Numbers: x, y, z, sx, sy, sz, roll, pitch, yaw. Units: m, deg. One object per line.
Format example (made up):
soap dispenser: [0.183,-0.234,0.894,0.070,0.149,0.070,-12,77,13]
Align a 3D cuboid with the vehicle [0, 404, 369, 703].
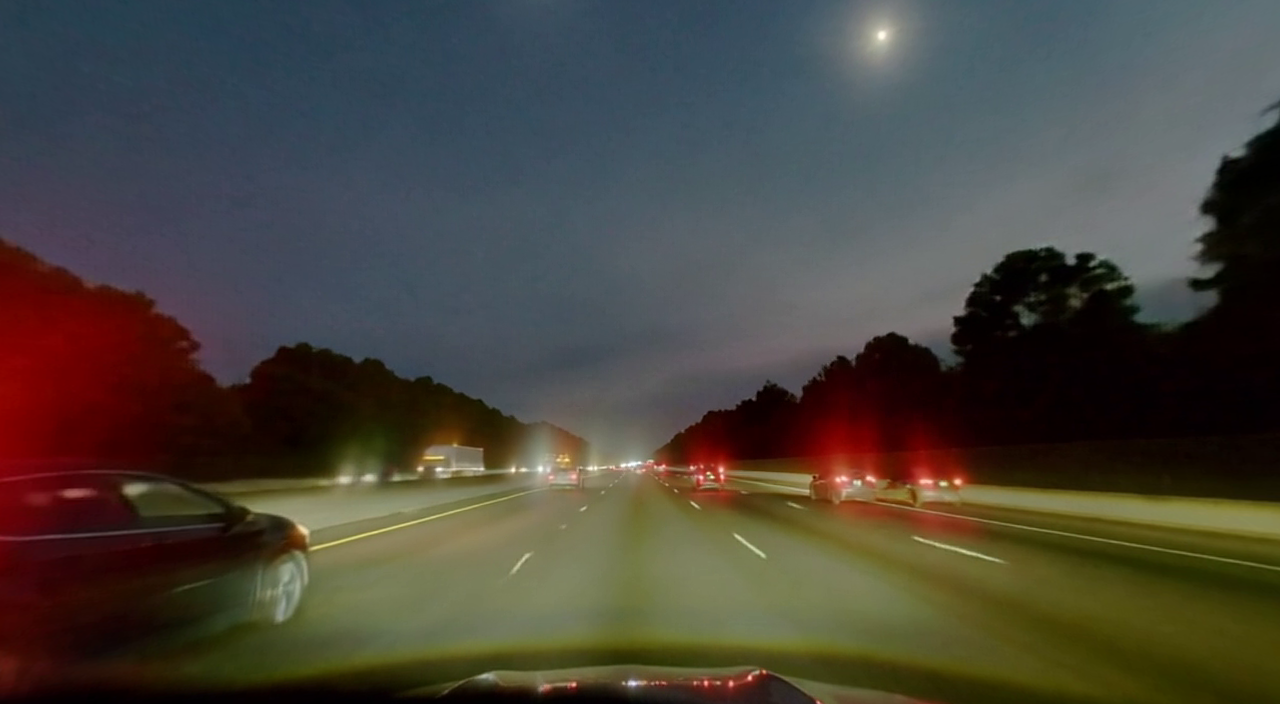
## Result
vehicle: [-3.552,1.118,3.425,2.004,1.468,4.812,0,-11,0]

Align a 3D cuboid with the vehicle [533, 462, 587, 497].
vehicle: [-3.624,5.894,29.330,2.000,1.484,3.995,1,-11,-1]

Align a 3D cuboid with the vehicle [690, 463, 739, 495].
vehicle: [3.746,6.456,32.204,1.981,1.516,4.109,1,-11,0]
